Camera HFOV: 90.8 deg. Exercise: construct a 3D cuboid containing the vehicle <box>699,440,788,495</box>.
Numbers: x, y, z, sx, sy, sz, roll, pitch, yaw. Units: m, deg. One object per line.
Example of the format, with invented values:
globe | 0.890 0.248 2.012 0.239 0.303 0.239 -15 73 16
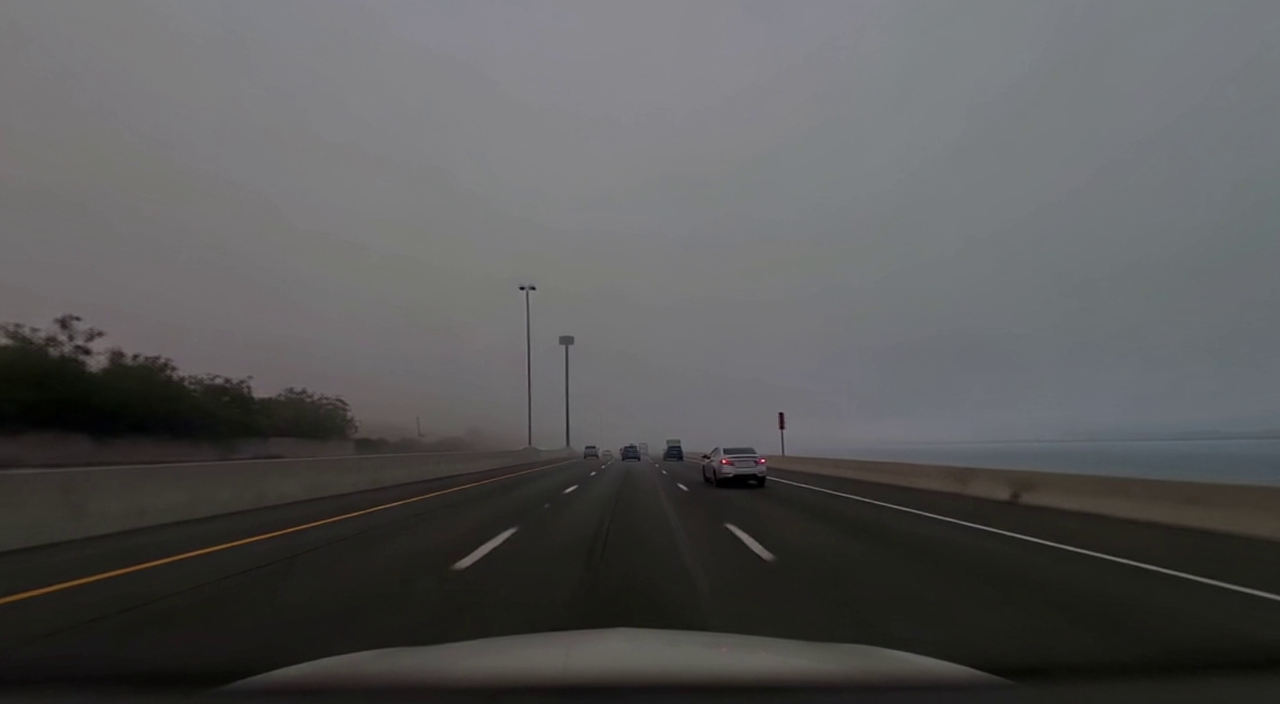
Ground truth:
vehicle | 3.047 3.486 19.490 1.890 1.490 4.373 0 -8 -1
